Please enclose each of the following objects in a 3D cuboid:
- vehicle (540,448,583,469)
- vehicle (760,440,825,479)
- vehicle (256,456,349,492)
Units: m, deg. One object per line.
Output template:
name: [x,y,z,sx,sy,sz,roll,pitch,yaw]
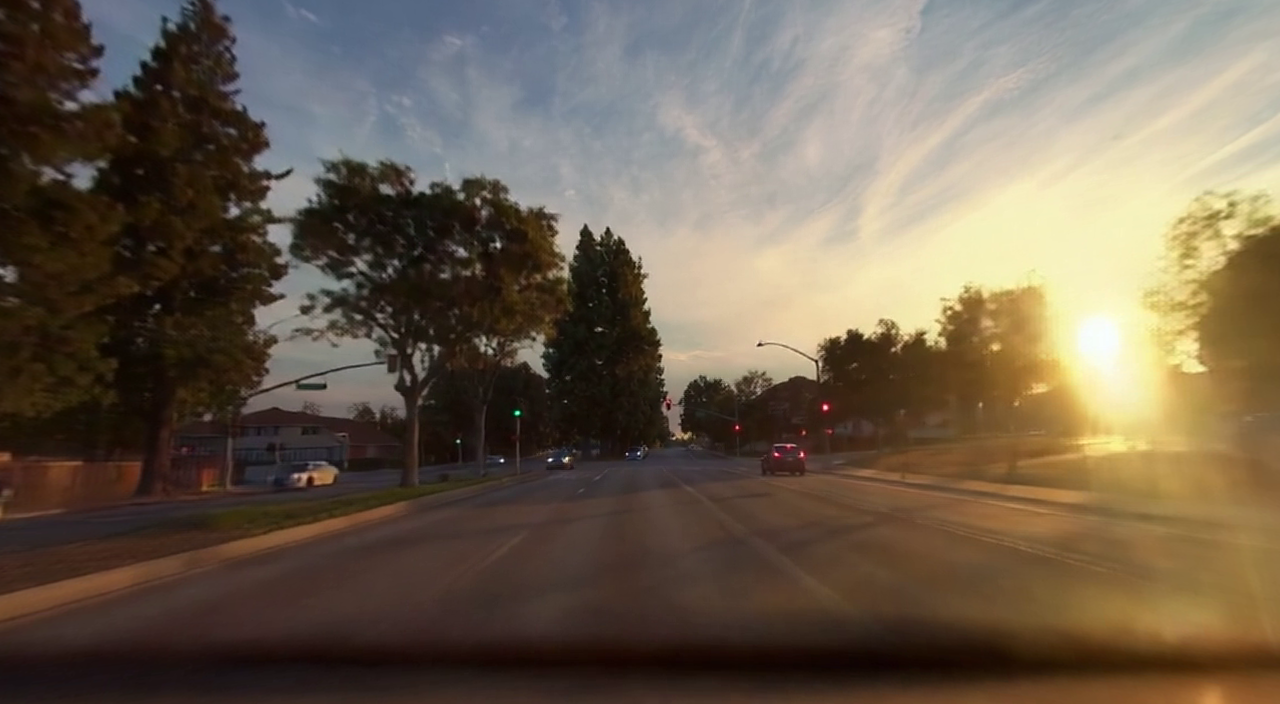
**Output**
vehicle: [-5.894,7.892,46.981,2.065,1.477,4.519,3,-9,-22]
vehicle: [7.208,5.134,30.387,2.011,1.710,4.357,0,-9,0]
vehicle: [-17.186,6.178,32.408,1.895,1.644,4.160,-2,-9,11]
